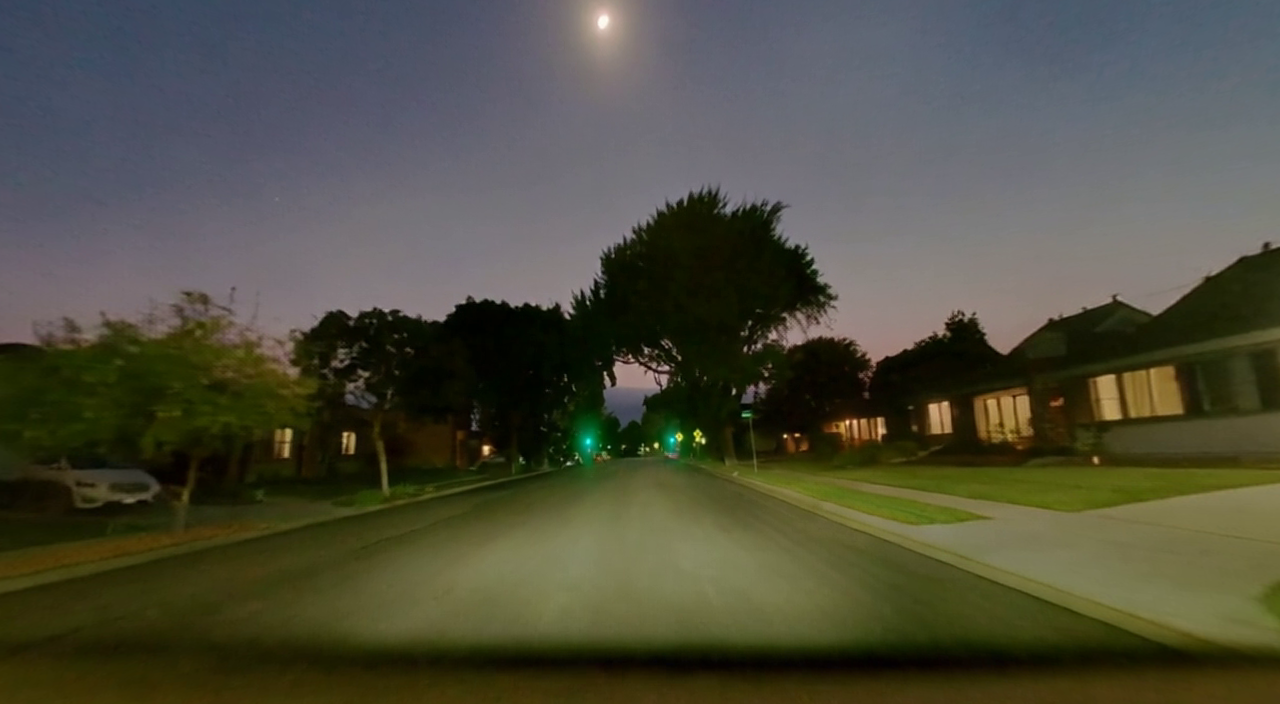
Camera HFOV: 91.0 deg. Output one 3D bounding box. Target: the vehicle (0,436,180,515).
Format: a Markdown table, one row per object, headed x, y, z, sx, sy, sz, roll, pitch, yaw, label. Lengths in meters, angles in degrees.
| x | y | z | sx | sy | sz | roll | pitch | yaw | label |
| --- | --- | --- | --- | --- | --- | --- | --- | --- | --- |
| -13.810 | 2.803 | 14.565 | 4.850 | 1.676 | 1.920 | 0 | -9 | 4 | vehicle |
